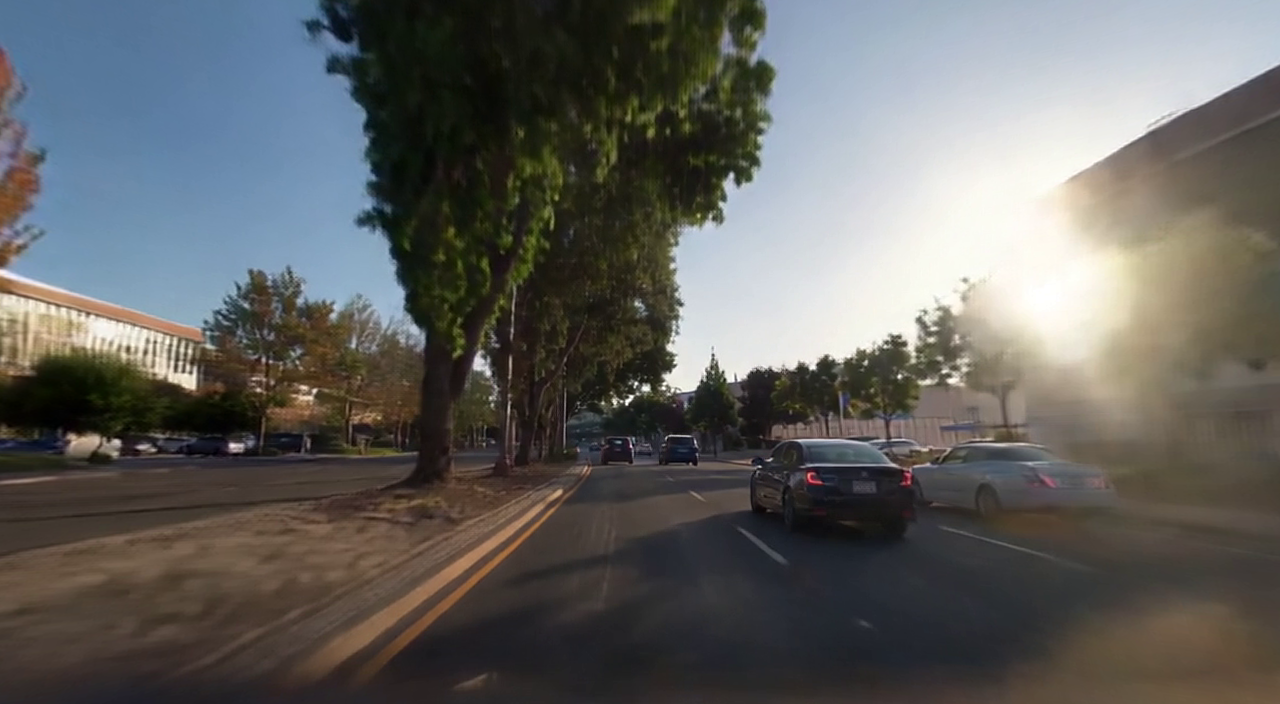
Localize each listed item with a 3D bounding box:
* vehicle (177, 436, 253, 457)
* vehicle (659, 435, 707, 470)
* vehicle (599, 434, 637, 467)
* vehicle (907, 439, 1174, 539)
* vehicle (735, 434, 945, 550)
[{"bbox_3d":[-31.346,6.975,46.476,4.040,1.501,2.088,1,-8,-5],"label":"vehicle"},{"bbox_3d":[2.283,5.445,34.318,2.000,1.745,4.206,1,-8,-4],"label":"vehicle"},{"bbox_3d":[-1.384,5.872,37.671,2.051,1.798,4.168,1,-8,-5],"label":"vehicle"},{"bbox_3d":[6.817,2.332,11.437,1.917,1.457,4.274,0,-8,-2],"label":"vehicle"},{"bbox_3d":[2.864,2.092,10.159,1.883,1.452,4.258,0,-8,-2],"label":"vehicle"}]
